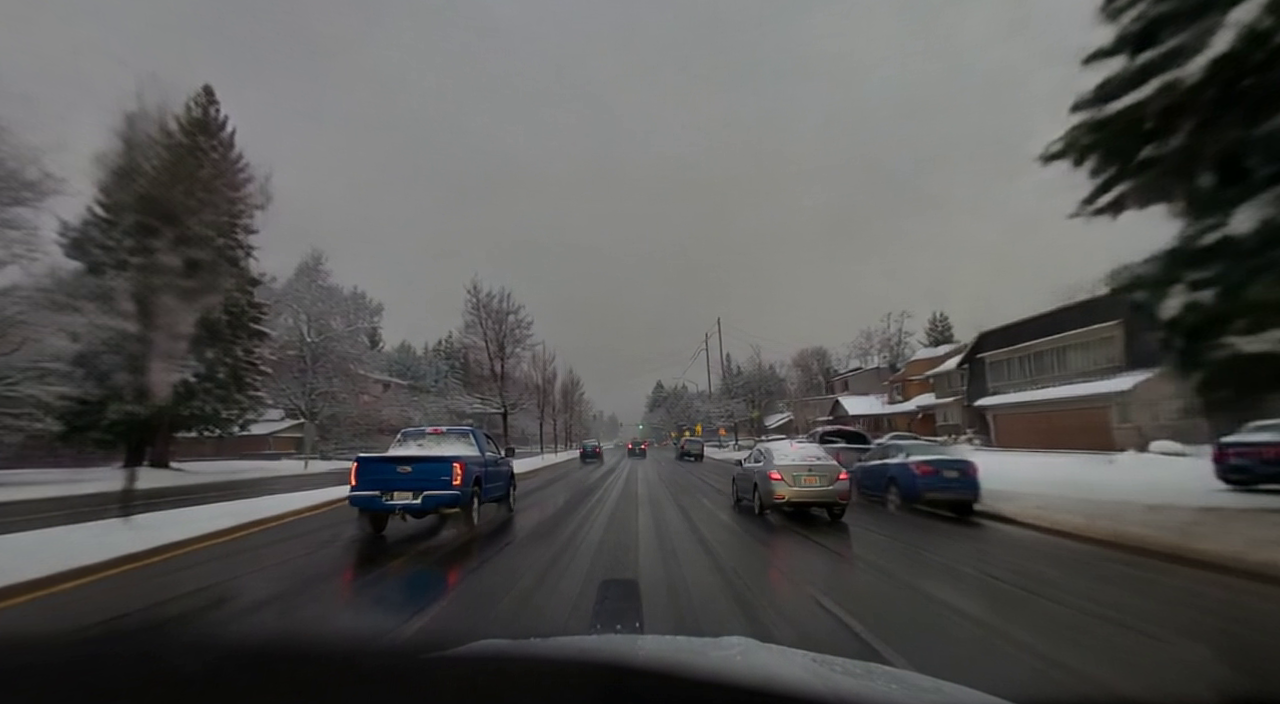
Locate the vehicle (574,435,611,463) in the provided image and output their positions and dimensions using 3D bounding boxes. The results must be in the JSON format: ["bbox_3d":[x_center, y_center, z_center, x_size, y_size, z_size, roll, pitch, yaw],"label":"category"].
[{"bbox_3d":[-3.279,6.747,44.082,2.218,1.829,4.492,0,-8,0],"label":"vehicle"}]

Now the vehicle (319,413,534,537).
[{"bbox_3d":[-3.490,2.134,11.705,2.111,1.745,5.274,0,-8,0],"label":"vehicle"}]

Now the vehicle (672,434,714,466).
[{"bbox_3d":[3.208,6.033,39.146,2.099,1.845,4.363,0,-8,-2],"label":"vehicle"}]

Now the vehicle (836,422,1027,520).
[{"bbox_3d":[6.334,2.624,14.554,2.031,1.837,4.822,0,-8,-1],"label":"vehicle"}]

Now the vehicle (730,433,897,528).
[{"bbox_3d":[3.032,2.324,12.076,1.884,1.463,4.195,0,-8,-2],"label":"vehicle"}]
